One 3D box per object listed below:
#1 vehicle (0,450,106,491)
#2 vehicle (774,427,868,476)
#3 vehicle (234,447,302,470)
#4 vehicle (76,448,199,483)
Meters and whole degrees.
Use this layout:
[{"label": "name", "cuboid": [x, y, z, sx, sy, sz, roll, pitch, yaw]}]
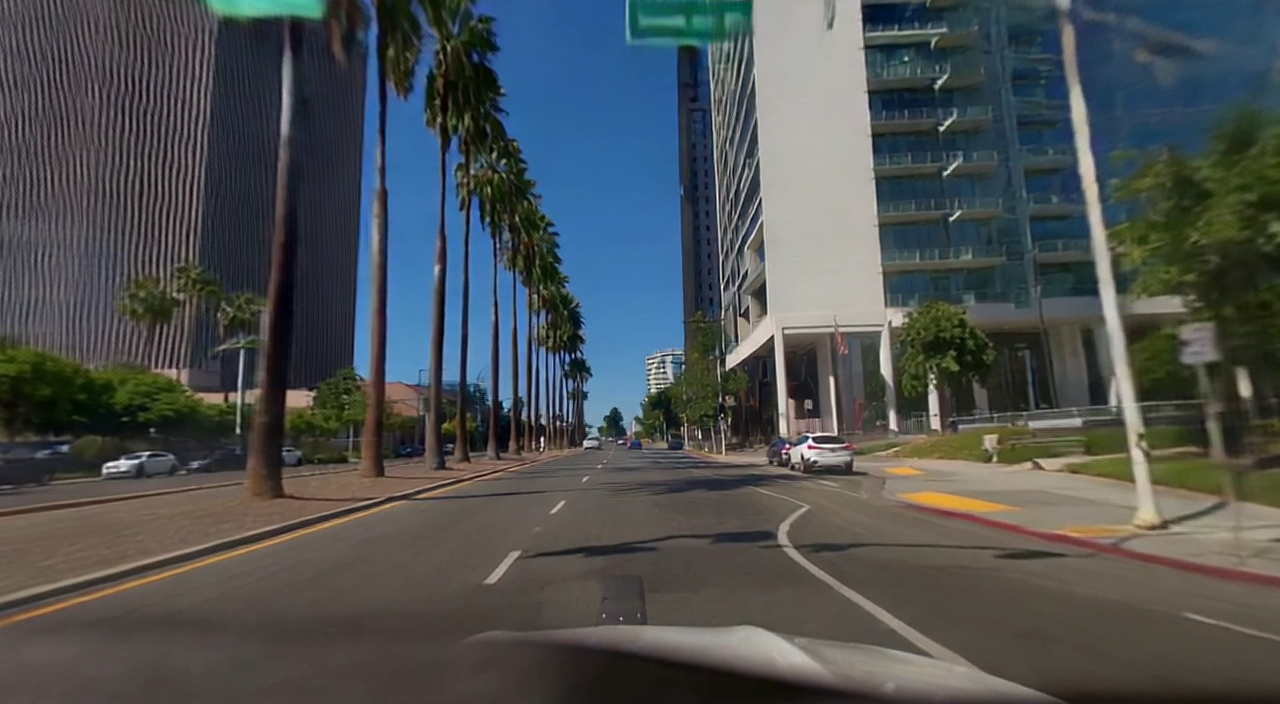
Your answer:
[{"label": "vehicle", "cuboid": [-24.315, 4.694, 25.307, 1.792, 1.461, 4.569, 0, -8, 0]}, {"label": "vehicle", "cuboid": [6.987, 3.903, 24.930, 2.225, 1.727, 4.418, 0, -8, -2]}, {"label": "vehicle", "cuboid": [-24.575, 7.026, 41.952, 1.801, 1.444, 4.640, 0, -8, -2]}, {"label": "vehicle", "cuboid": [-24.417, 5.498, 30.978, 1.905, 1.496, 4.960, -1, -8, 1]}]
